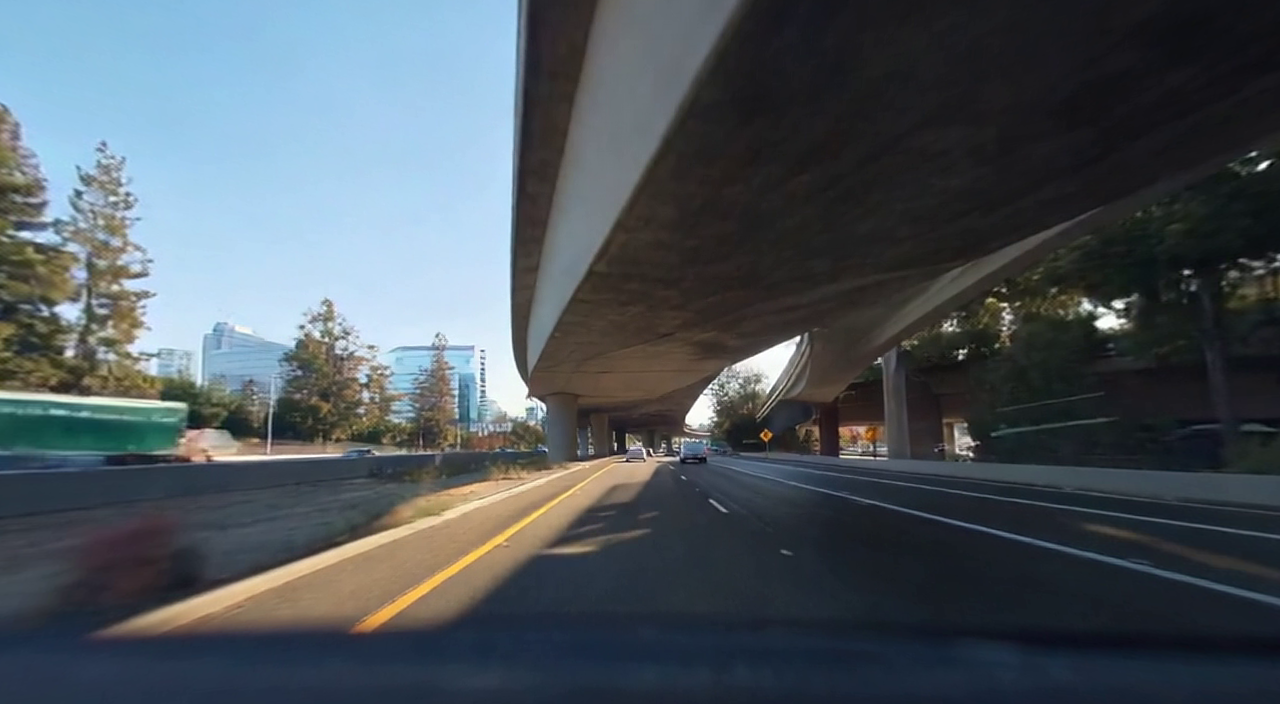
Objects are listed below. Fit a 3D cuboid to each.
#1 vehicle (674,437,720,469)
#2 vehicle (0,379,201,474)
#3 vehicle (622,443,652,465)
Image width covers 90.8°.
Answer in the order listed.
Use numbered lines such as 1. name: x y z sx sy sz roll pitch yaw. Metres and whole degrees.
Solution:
1. vehicle: 3.367 6.115 38.237 2.226 1.779 4.835 0 -9 -1
2. vehicle: -27.182 3.802 30.501 2.798 3.790 12.764 0 -9 0
3. vehicle: -0.161 7.391 45.795 2.046 1.475 3.784 -1 -9 1
